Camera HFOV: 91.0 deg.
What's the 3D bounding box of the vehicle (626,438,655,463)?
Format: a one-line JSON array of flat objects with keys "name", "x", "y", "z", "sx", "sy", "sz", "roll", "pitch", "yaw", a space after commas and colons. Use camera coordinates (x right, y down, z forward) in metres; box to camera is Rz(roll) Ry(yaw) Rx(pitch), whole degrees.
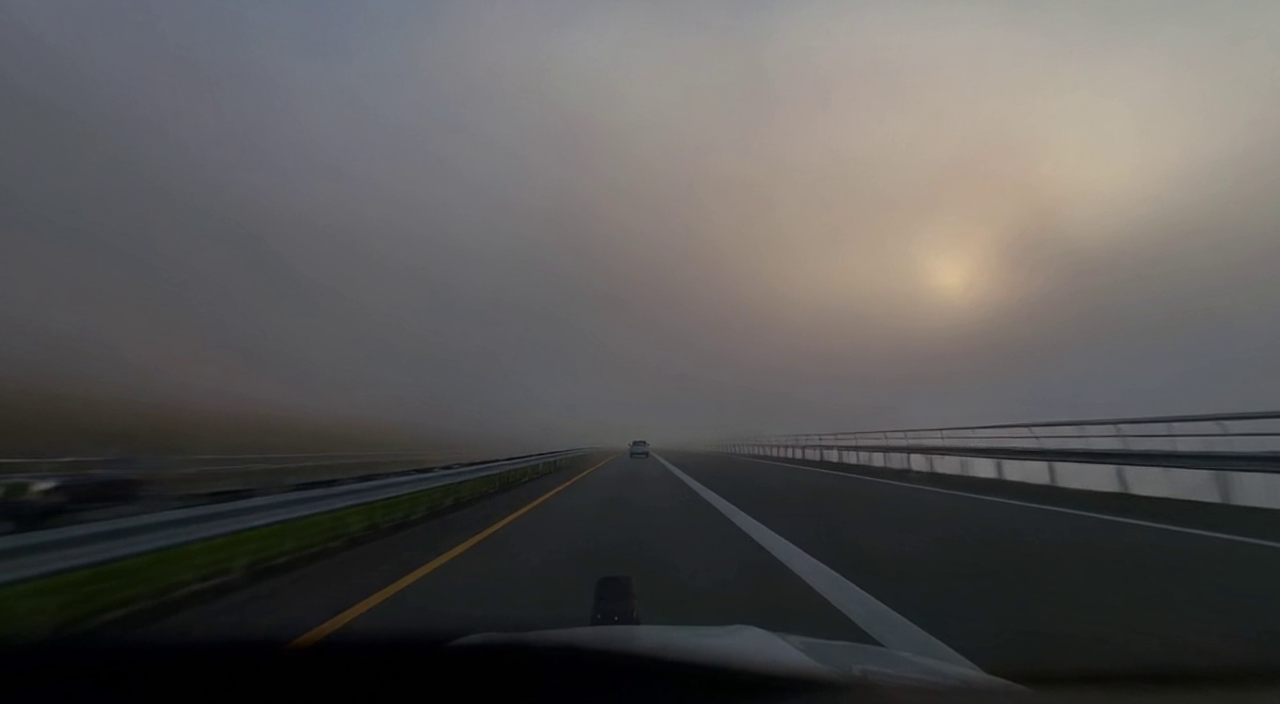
[{"name": "vehicle", "x": 0.021, "y": 7.304, "z": 46.793, "sx": 2.059, "sy": 1.696, "sz": 4.165, "roll": 0, "pitch": -8, "yaw": -1}]
